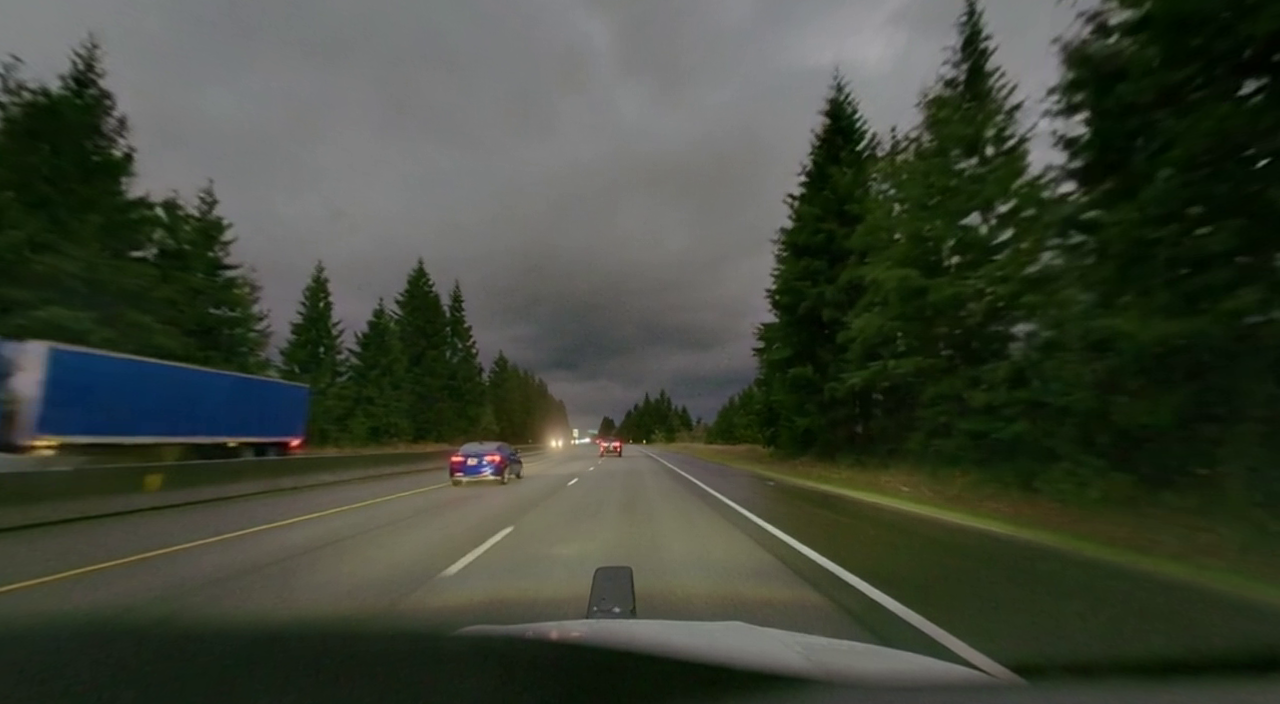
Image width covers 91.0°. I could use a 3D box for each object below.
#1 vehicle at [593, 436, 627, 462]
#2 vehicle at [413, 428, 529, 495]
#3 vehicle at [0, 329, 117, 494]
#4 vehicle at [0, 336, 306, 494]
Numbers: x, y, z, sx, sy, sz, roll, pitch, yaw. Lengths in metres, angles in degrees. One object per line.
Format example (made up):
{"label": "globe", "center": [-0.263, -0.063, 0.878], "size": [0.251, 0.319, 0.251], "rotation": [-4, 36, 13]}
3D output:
{"label": "vehicle", "center": [-2.012, 6.696, 43.622], "size": [2.159, 1.670, 4.395], "rotation": [0, -8, -1]}
{"label": "vehicle", "center": [-4.626, 3.056, 18.009], "size": [2.111, 1.645, 4.382], "rotation": [0, -8, 0]}
{"label": "vehicle", "center": [-17.057, 1.488, 15.518], "size": [3.020, 3.957, 5.954], "rotation": [0, -8, -1]}
{"label": "vehicle", "center": [-17.206, 2.544, 22.930], "size": [2.887, 4.067, 13.460], "rotation": [0, -8, -1]}
